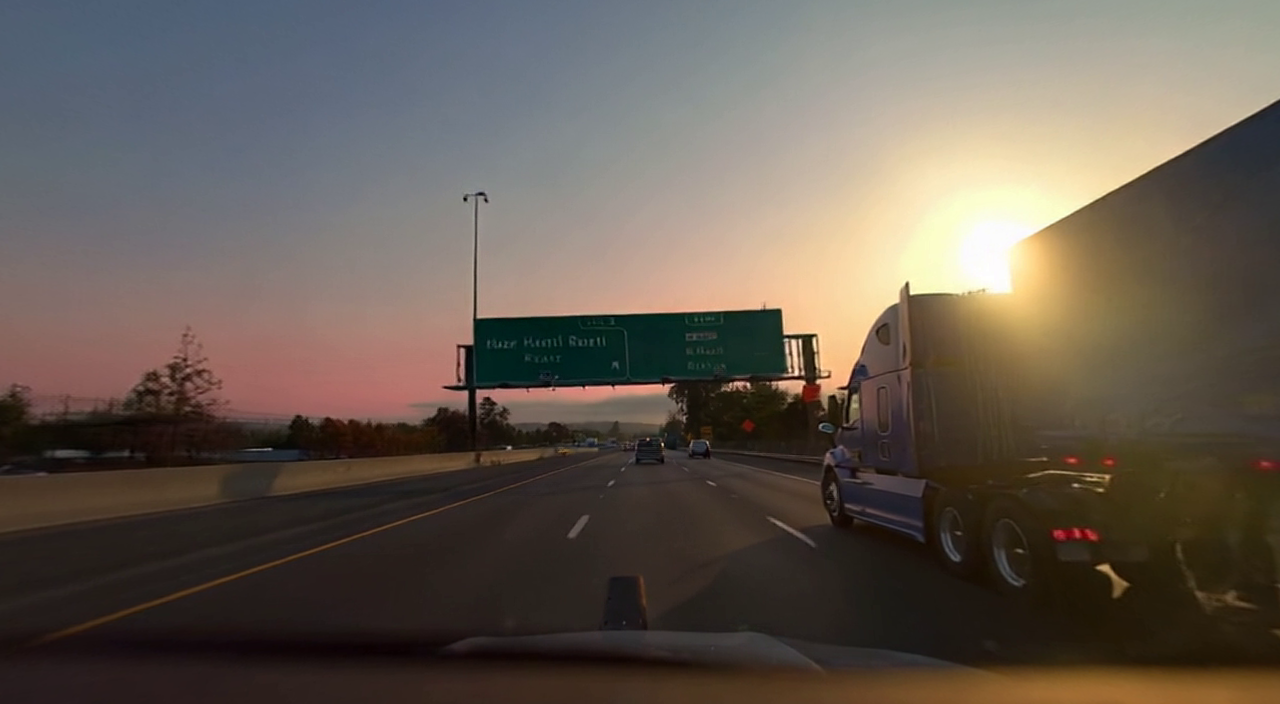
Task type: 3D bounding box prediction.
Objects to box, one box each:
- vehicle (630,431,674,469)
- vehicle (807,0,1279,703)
[{"bbox_3d":[0.584,5.233,33.868,2.205,1.860,4.301,0,-8,0],"label":"vehicle"},{"bbox_3d":[4.373,0.219,6.394,3.030,3.985,8.655,-1,-8,1],"label":"vehicle"}]
